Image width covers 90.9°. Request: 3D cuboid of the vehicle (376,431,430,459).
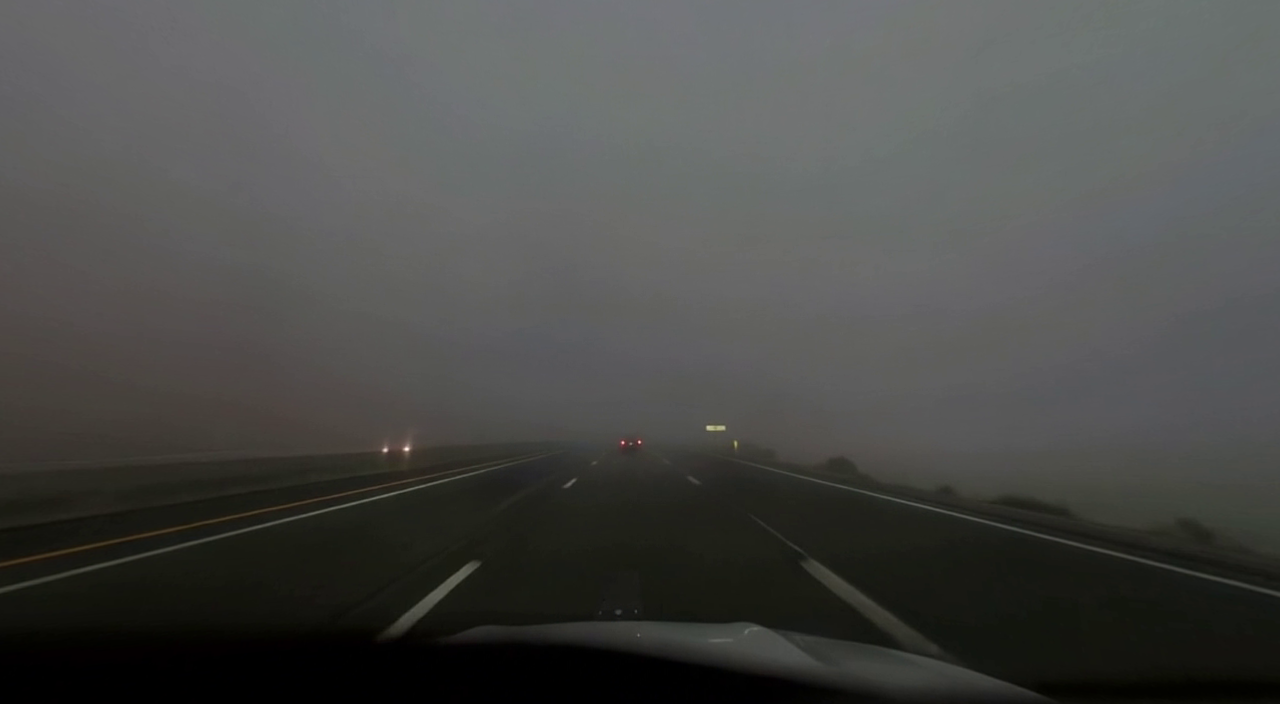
[{"bbox_3d":[-17.516,6.878,46.867,2.139,1.910,4.967,0,-8,0],"label":"vehicle"}]
